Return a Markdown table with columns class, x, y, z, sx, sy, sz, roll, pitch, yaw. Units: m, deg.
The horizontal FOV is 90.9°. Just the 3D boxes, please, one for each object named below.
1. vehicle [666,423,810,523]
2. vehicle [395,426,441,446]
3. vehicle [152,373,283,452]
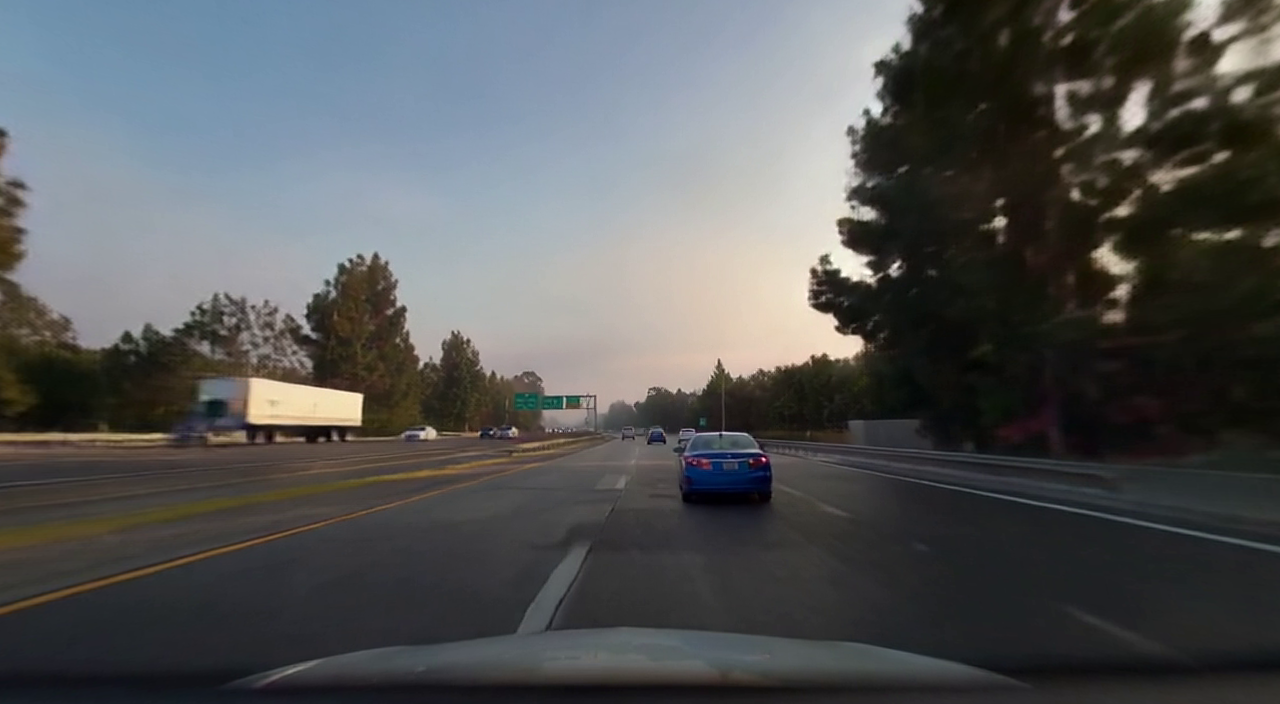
| class | x | y | z | sx | sy | sz | roll | pitch | yaw |
| --- | --- | --- | --- | --- | --- | --- | --- | --- | --- |
| vehicle | 1.520 | 2.053 | 11.393 | 1.977 | 1.443 | 4.225 | 0 | -8 | 1 |
| vehicle | -16.616 | 6.315 | 47.381 | 1.875 | 1.454 | 4.252 | 0 | -8 | 1 |
| vehicle | -23.091 | 3.430 | 34.911 | 2.981 | 4.002 | 5.893 | 0 | -8 | 1 |
